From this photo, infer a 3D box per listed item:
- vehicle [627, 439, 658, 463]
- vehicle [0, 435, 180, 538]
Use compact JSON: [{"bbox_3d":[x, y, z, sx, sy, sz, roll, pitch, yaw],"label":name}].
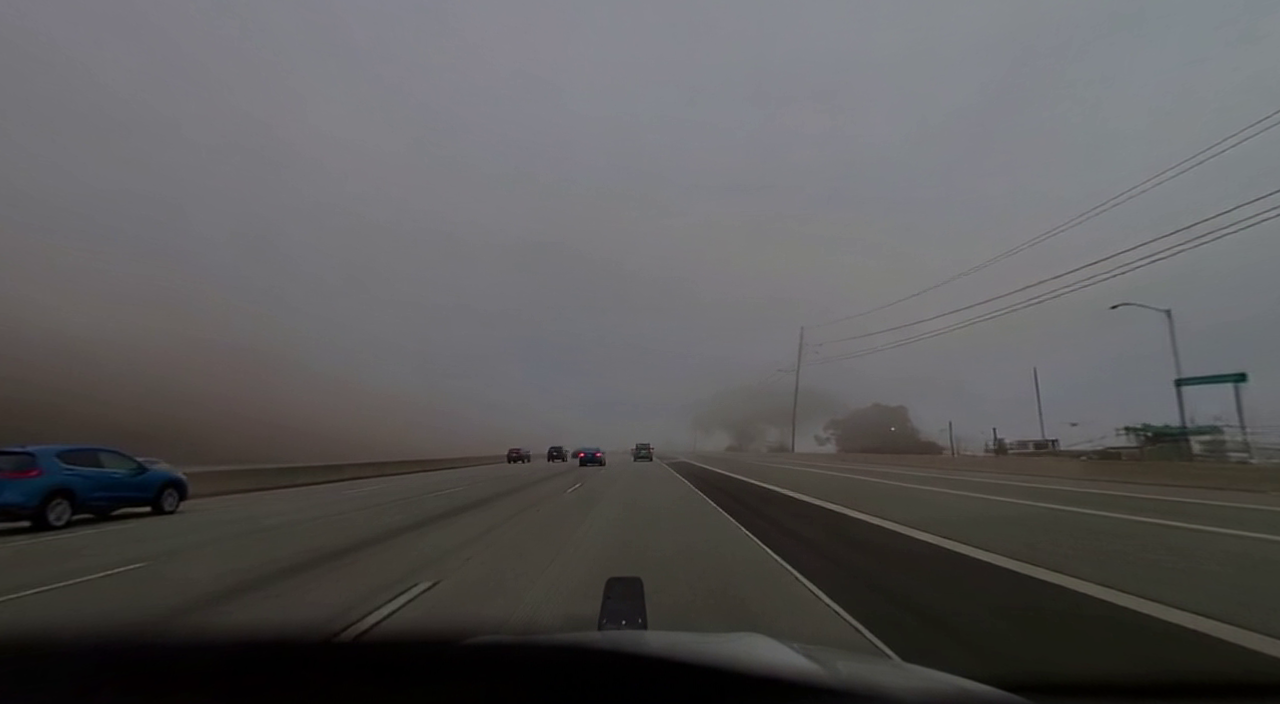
[{"bbox_3d":[0.161,7.569,48.166,2.194,1.737,4.127,0,-8,-1],"label":"vehicle"},{"bbox_3d":[-11.313,2.447,11.989,2.005,1.649,4.022,-1,-8,1],"label":"vehicle"}]
